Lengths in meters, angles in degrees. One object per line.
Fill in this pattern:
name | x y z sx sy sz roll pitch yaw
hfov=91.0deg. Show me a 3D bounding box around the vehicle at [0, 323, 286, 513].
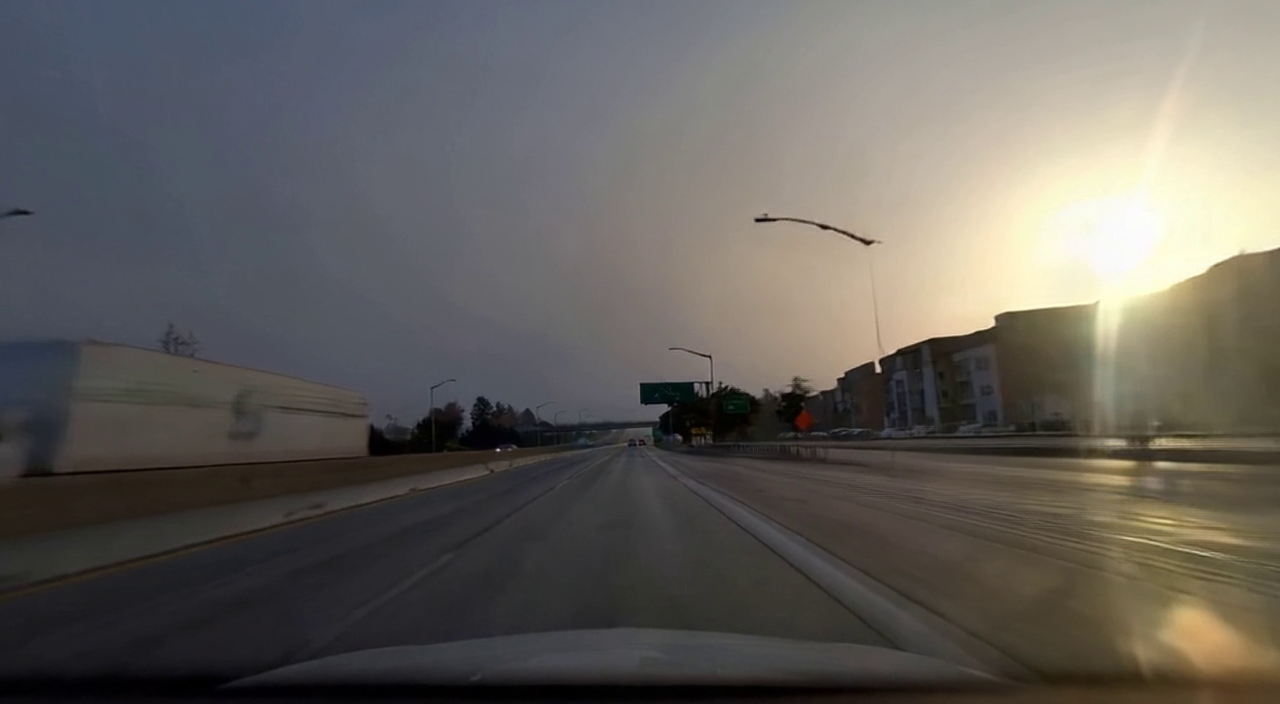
vehicle | -16.575 2.329 20.610 3.837 4.617 10.494 0 -8 -1
